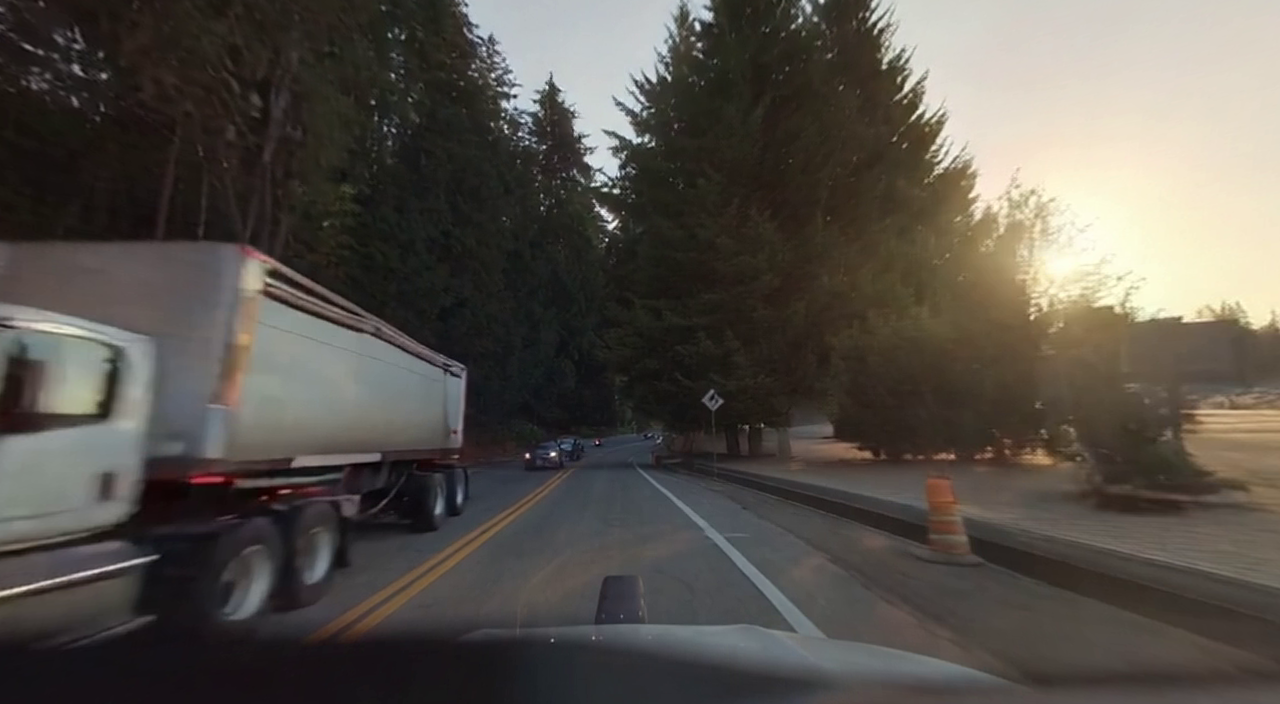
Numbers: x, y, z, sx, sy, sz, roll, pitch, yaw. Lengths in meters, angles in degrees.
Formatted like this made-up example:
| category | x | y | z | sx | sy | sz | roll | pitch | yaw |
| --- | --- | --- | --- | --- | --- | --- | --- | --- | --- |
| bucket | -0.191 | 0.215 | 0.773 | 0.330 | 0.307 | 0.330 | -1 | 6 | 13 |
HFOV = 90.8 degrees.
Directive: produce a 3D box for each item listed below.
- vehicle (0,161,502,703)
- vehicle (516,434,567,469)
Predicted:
| category | x | y | z | sx | sy | sz | roll | pitch | yaw |
| --- | --- | --- | --- | --- | --- | --- | --- | --- | --- |
| vehicle | -3.690 | 1.098 | 6.673 | 2.939 | 2.556 | 8.664 | 0 | -8 | -3 |
| vehicle | -5.165 | 5.313 | 33.825 | 2.096 | 1.705 | 4.352 | 0 | -8 | -1 |
